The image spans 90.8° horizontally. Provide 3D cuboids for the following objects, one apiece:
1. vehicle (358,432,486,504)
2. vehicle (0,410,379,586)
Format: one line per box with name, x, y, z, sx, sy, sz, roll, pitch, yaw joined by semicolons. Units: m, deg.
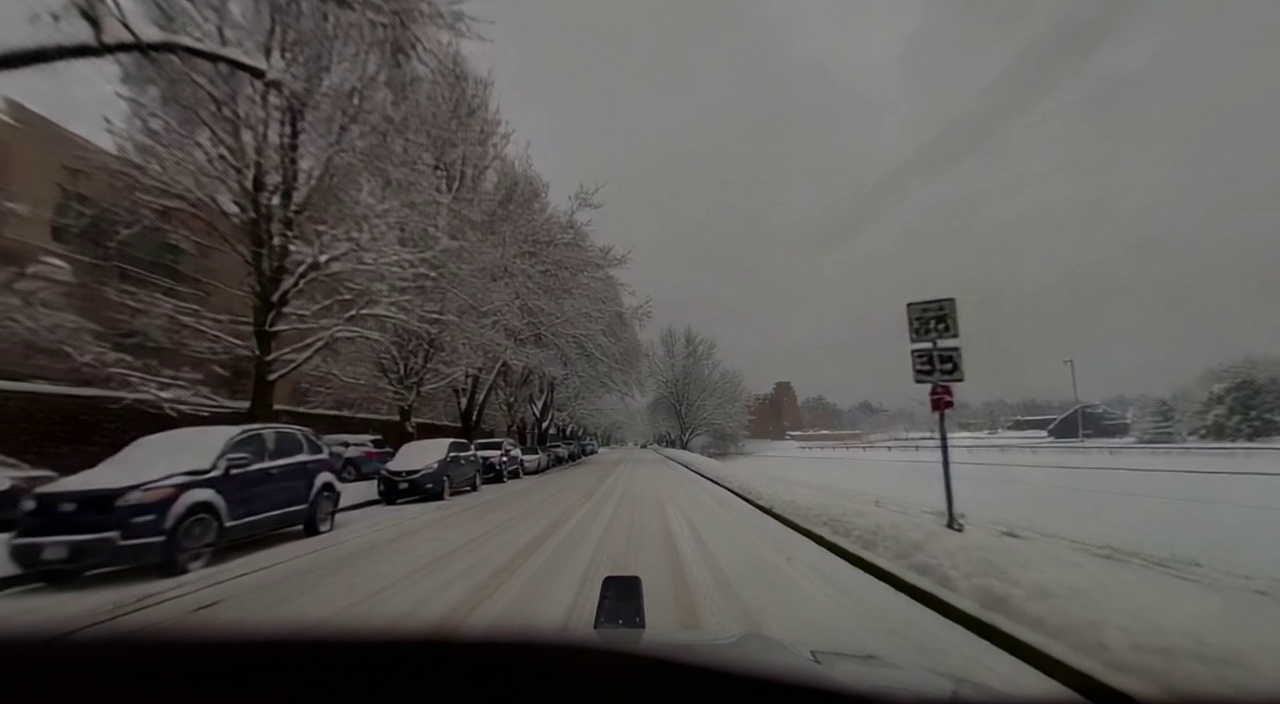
vehicle;-6.290;3.362;18.959;2.009;1.820;4.821;1;-8;1
vehicle;-6.177;1.914;9.527;2.109;1.847;5.553;0;-8;0
